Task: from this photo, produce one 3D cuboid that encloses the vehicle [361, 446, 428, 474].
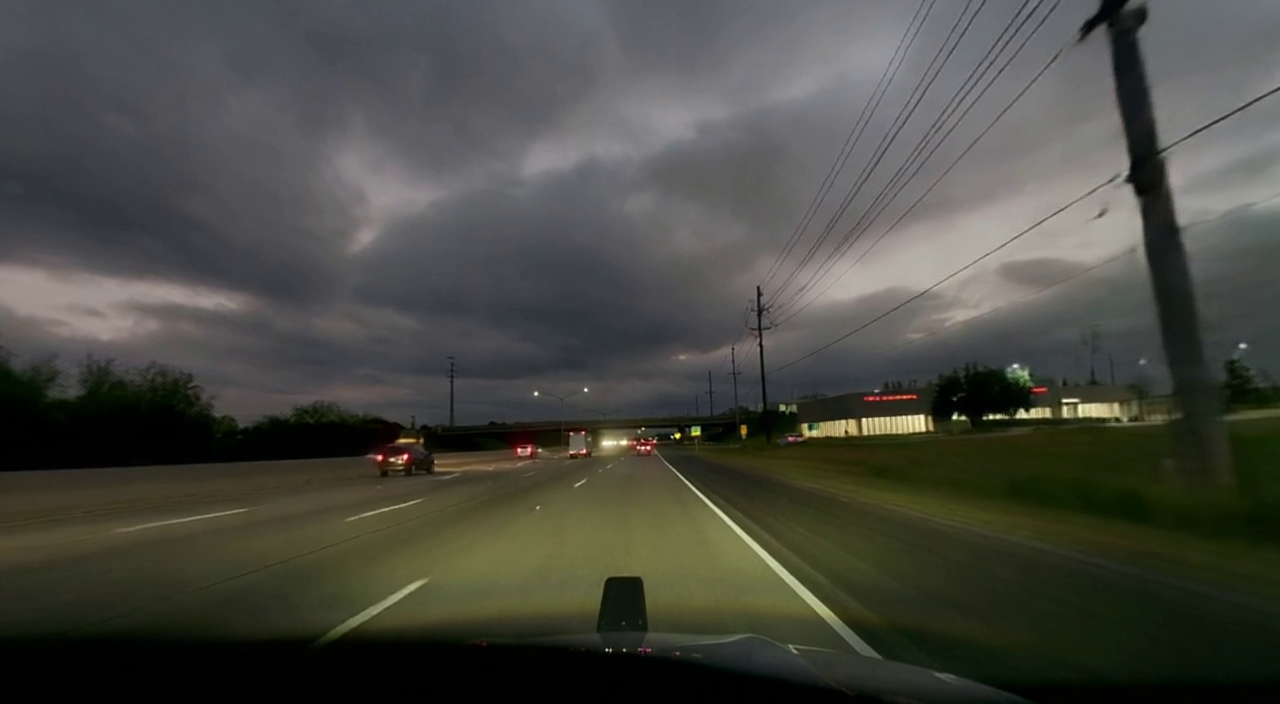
[{"bbox_3d":[-14.057,6.217,36.440,1.988,1.477,4.442,0,-8,1],"label":"vehicle"}]
